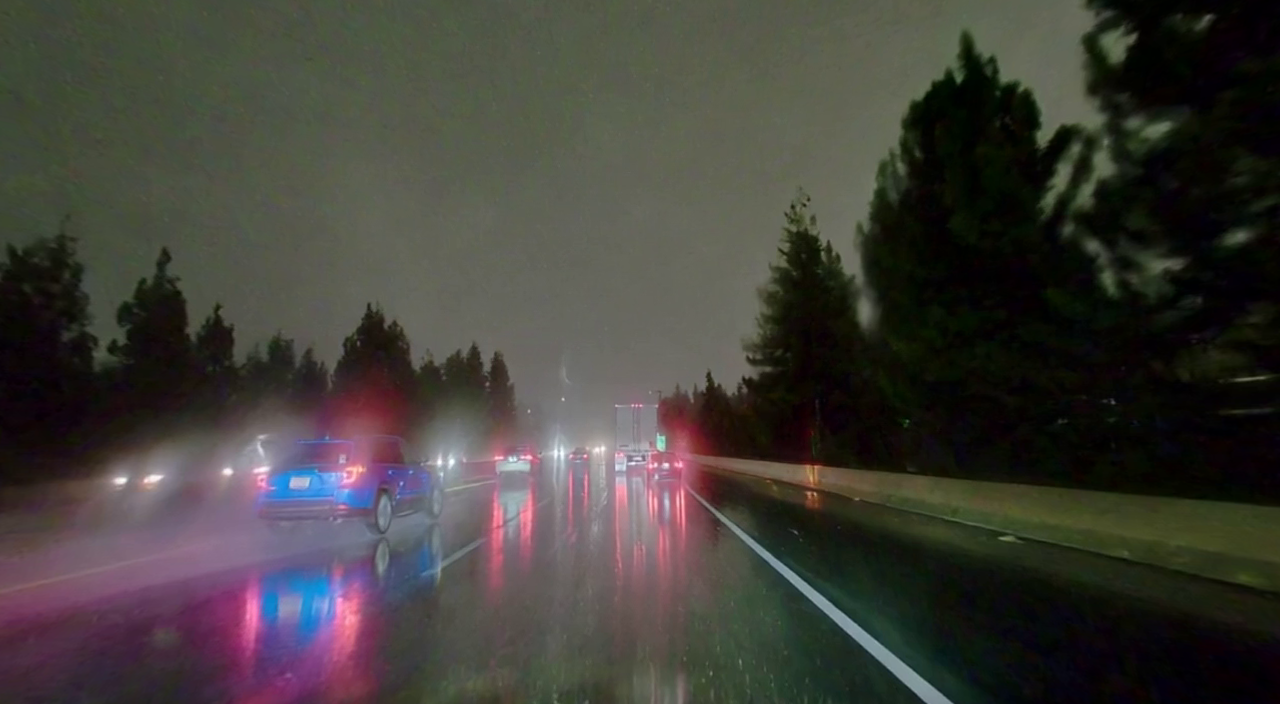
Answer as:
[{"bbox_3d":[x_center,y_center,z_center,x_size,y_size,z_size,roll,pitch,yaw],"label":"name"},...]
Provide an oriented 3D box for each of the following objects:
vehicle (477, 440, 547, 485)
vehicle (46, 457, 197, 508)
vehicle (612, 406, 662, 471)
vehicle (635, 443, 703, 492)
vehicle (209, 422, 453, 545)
[{"bbox_3d":[-5.154,4.496,25.768,2.035,1.664,4.064,0,-9,0],"label":"vehicle"},{"bbox_3d":[-17.422,4.377,21.354,1.811,1.483,3.882,0,-9,0],"label":"vehicle"},{"bbox_3d":[-0.420,6.229,44.688,3.113,4.066,10.786,0,-9,-3],"label":"vehicle"},{"bbox_3d":[0.883,3.869,21.304,2.026,1.489,4.045,0,-9,-1],"label":"vehicle"},{"bbox_3d":[-4.908,2.142,10.813,2.100,1.671,4.105,0,-9,0],"label":"vehicle"}]
